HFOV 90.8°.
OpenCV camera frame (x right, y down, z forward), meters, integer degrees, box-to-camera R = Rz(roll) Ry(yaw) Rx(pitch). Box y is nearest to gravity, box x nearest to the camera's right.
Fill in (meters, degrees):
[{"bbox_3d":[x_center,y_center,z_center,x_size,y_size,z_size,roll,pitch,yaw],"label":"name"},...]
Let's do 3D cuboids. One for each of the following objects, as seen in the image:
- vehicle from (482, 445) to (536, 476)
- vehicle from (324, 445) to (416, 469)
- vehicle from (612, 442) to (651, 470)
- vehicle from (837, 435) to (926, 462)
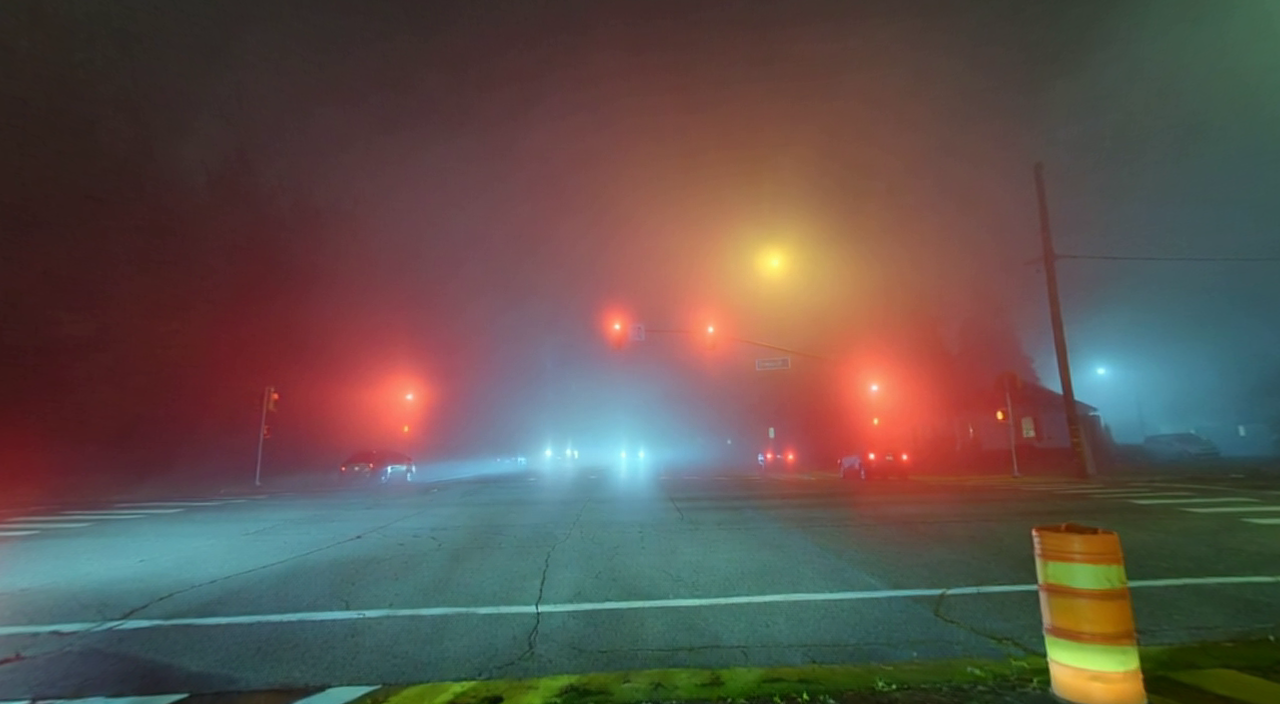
[{"bbox_3d":[-6.620,5.525,32.402,1.881,1.452,4.121,0,-8,0],"label":"vehicle"},{"bbox_3d":[-16.401,6.382,38.596,4.713,1.409,1.918,0,-8,-2],"label":"vehicle"},{"bbox_3d":[-0.498,5.965,36.405,2.105,1.457,4.173,0,-8,-1],"label":"vehicle"},{"bbox_3d":[15.364,6.175,40.324,4.892,1.656,1.856,0,-8,0],"label":"vehicle"}]
